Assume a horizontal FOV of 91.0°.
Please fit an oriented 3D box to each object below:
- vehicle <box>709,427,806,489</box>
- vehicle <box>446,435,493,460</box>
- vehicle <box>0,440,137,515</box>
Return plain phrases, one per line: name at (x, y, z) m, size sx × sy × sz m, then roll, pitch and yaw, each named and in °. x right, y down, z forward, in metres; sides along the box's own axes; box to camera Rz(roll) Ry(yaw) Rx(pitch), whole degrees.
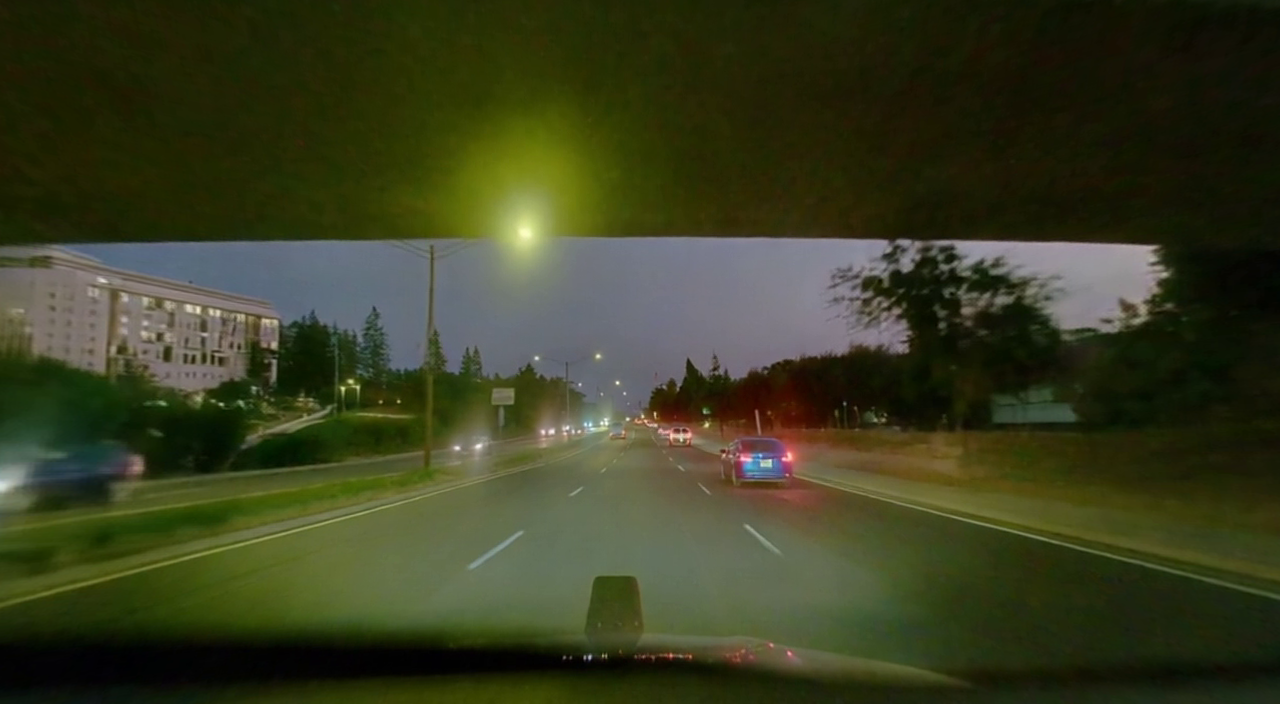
vehicle at (3.487, 3.262, 19.647) m, size 2.110 × 1.712 × 4.489 m, roll 0°, pitch -9°, yaw 0°
vehicle at (-12.234, 6.906, 45.515) m, size 1.976 × 1.694 × 4.453 m, roll 0°, pitch -9°, yaw 2°
vehicle at (-15.838, 3.155, 16.174) m, size 1.958 × 1.725 × 4.539 m, roll 0°, pitch -9°, yaw 1°
